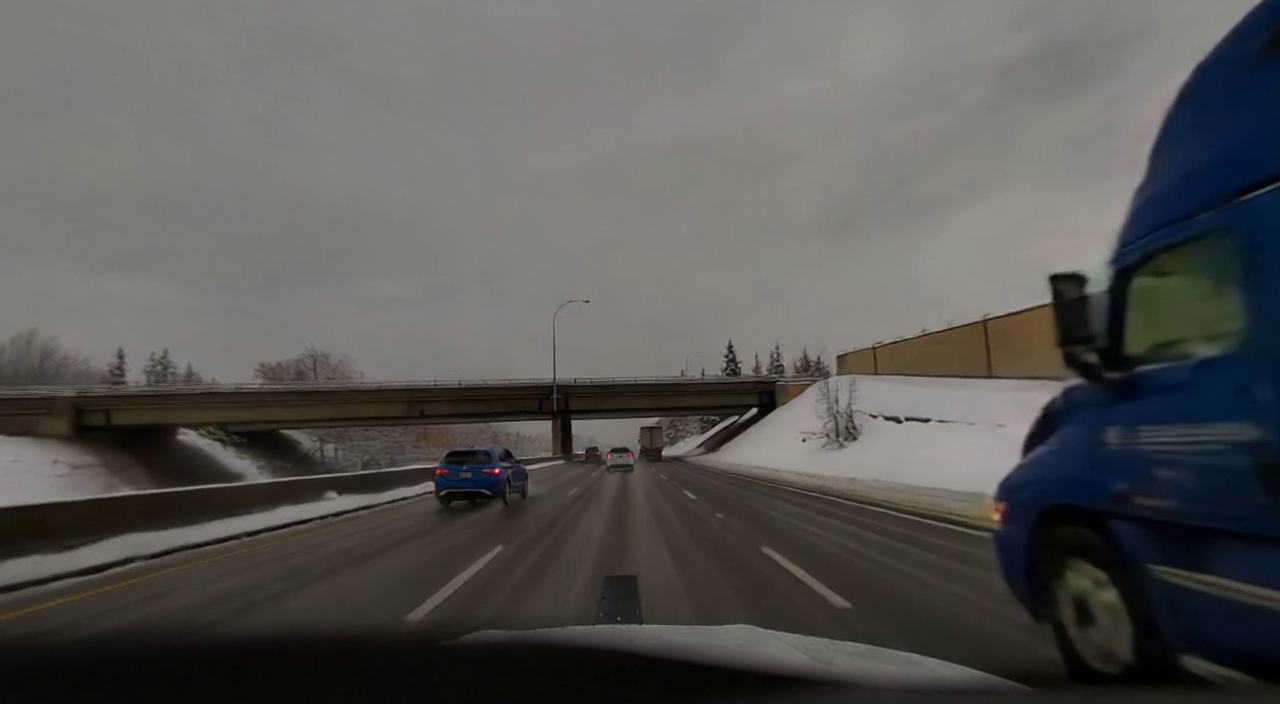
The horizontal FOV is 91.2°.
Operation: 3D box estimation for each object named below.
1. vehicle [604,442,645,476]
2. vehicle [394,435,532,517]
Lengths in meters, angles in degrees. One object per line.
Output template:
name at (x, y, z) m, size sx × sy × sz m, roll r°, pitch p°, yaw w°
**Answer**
vehicle at (-0.779, 5.556, 32.787) m, size 2.004 × 1.615 × 4.113 m, roll 0°, pitch -9°, yaw -1°
vehicle at (-3.753, 2.708, 14.119) m, size 1.987 × 1.548 × 3.981 m, roll 0°, pitch -9°, yaw -1°
